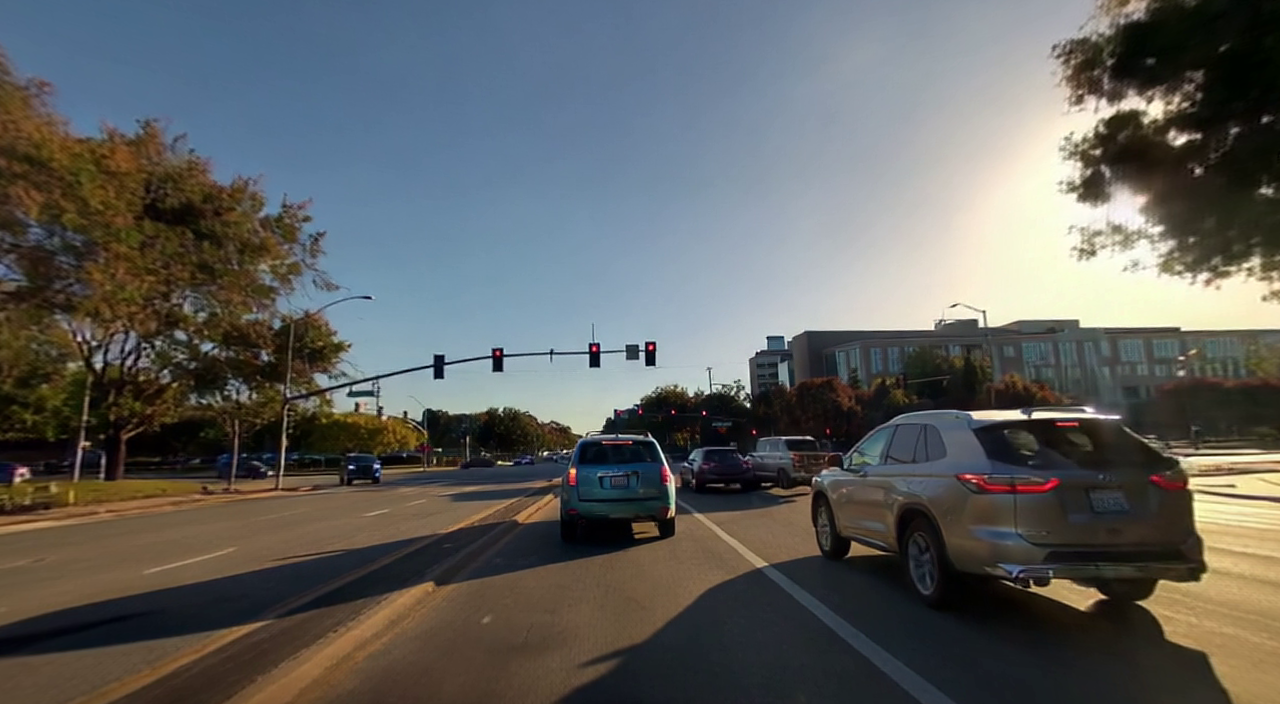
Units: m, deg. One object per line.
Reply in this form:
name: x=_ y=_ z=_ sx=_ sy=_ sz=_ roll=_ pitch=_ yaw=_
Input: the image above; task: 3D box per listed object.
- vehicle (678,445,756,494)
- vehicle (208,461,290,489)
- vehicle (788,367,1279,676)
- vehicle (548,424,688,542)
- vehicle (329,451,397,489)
vehicle: x=2.479 y=3.919 z=21.478 sx=1.900 sy=1.459 sz=4.260 roll=0 pitch=-9 yaw=-3
vehicle: x=-27.400 y=8.590 z=44.333 sx=4.802 sy=1.771 sz=2.060 roll=-2 pitch=-9 yaw=15
vehicle: x=3.112 y=1.311 z=5.973 sx=2.228 sy=1.798 sz=4.370 roll=0 pitch=-9 yaw=-2
vehicle: x=-0.363 y=2.230 z=11.361 sx=2.039 sy=1.698 sz=4.144 roll=0 pitch=-9 yaw=-1
vehicle: x=-15.686 y=6.583 z=35.646 sx=2.354 sy=1.949 sz=4.905 roll=6 pitch=-10 yaw=-36
